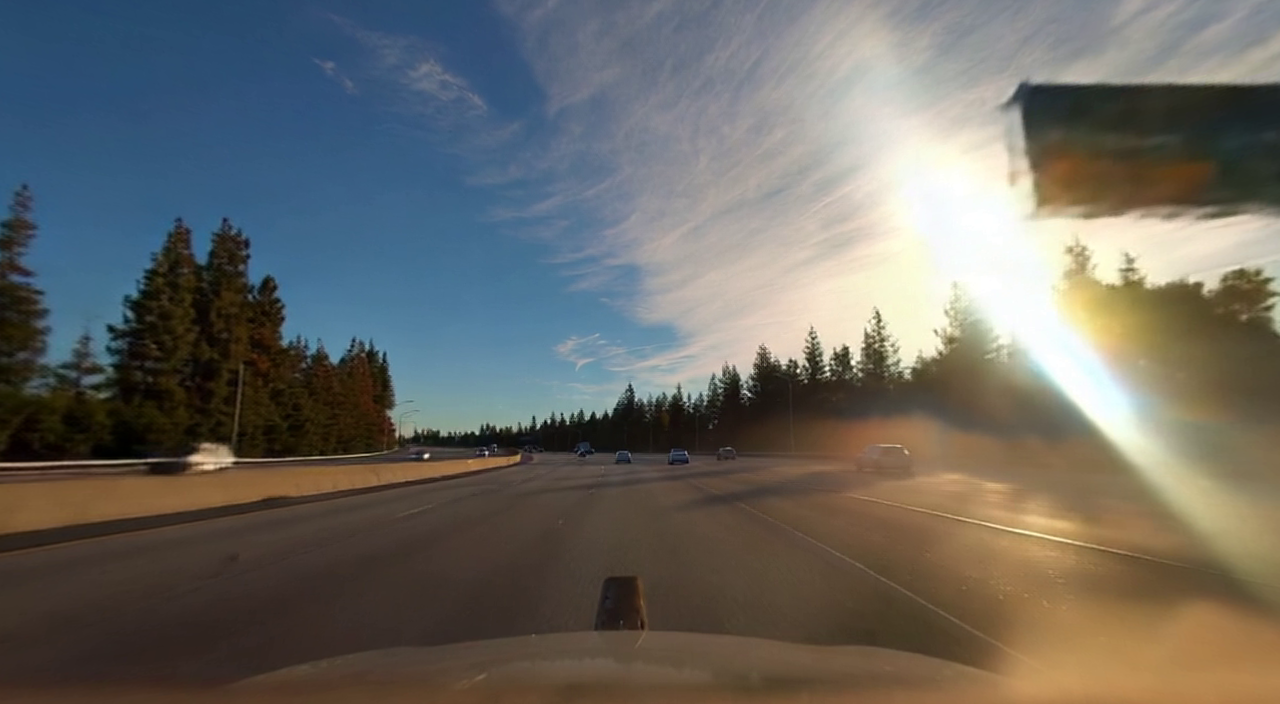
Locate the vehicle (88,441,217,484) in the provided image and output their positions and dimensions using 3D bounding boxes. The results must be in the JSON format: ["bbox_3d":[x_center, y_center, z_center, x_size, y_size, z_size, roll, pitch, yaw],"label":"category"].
[{"bbox_3d":[-25.943,5.887,33.917,2.275,2.108,6.034,0,-9,-2],"label":"vehicle"}]

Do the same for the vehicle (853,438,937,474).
[{"bbox_3d":[13.699,5.649,34.269,2.107,1.803,5.385,0,-9,-2],"label":"vehicle"}]
